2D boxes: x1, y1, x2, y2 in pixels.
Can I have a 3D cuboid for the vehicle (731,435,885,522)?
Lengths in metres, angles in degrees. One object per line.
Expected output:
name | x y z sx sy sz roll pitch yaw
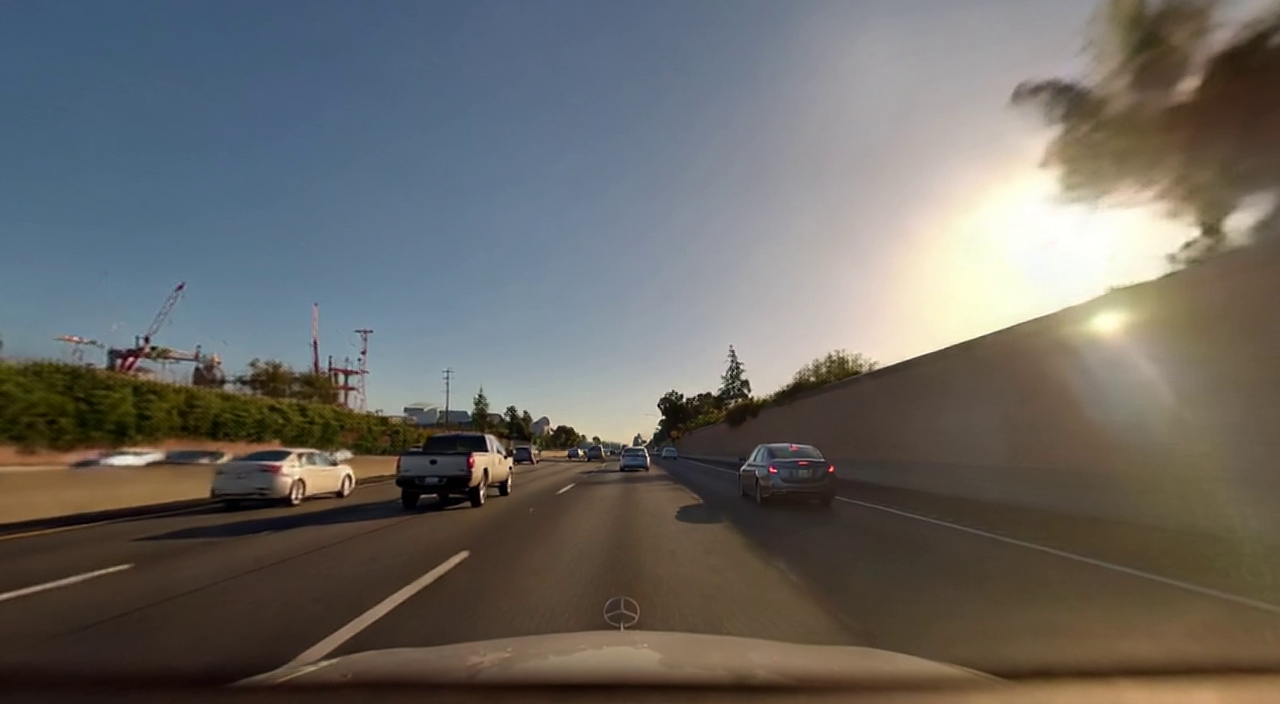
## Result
vehicle | 3.289 2.558 13.413 1.917 1.507 4.540 0 -8 -1

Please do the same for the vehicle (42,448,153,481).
vehicle | -30.794 6.373 36.111 1.961 1.695 4.880 0 -8 0

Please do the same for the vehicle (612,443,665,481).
vehicle | -0.097 4.580 26.656 2.045 1.452 4.040 0 -8 -1

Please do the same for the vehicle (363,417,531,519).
vehicle | -3.767 2.357 13.290 2.121 1.775 4.335 0 -8 0

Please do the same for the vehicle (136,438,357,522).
vehicle | -8.018 2.605 13.490 1.908 1.476 4.342 0 -8 0
